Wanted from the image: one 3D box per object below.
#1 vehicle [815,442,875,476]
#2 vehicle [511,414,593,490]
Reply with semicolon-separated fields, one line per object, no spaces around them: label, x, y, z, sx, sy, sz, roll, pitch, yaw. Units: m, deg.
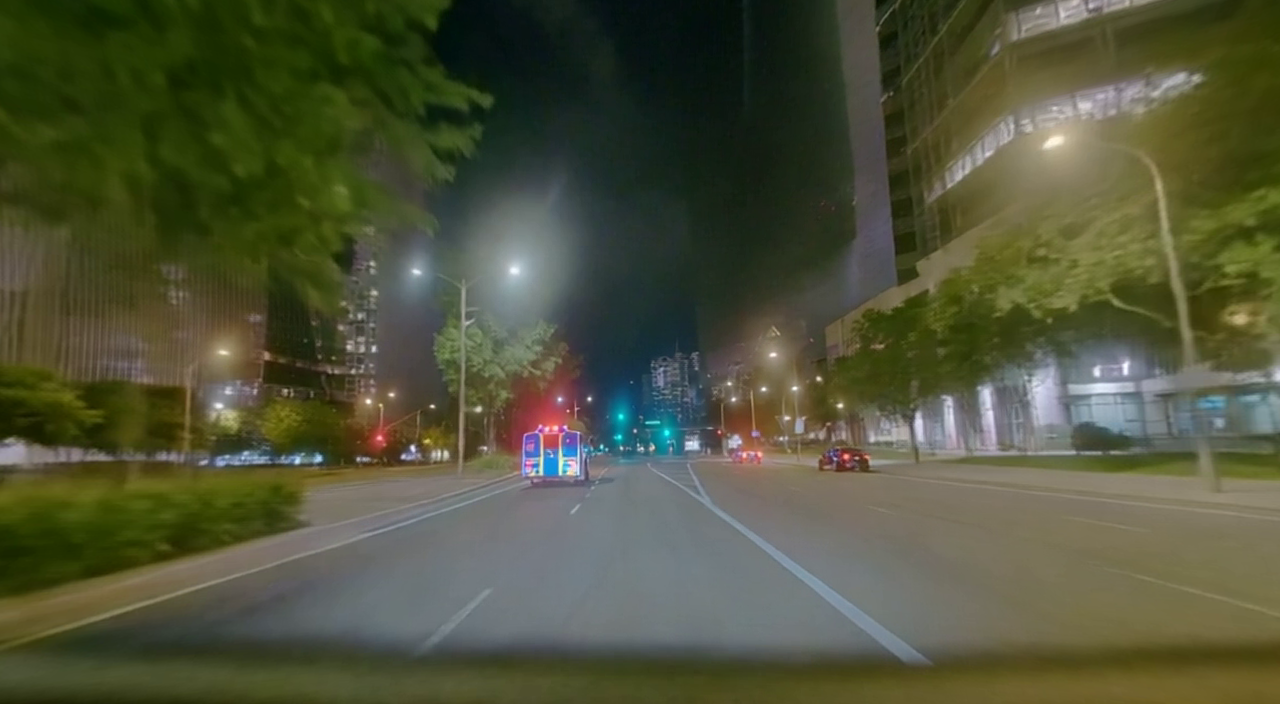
vehicle;11.178;5.884;34.828;1.980;1.719;4.422;-1;-9;3
vehicle;-3.508;4.194;26.604;2.633;2.787;5.796;0;-9;0
